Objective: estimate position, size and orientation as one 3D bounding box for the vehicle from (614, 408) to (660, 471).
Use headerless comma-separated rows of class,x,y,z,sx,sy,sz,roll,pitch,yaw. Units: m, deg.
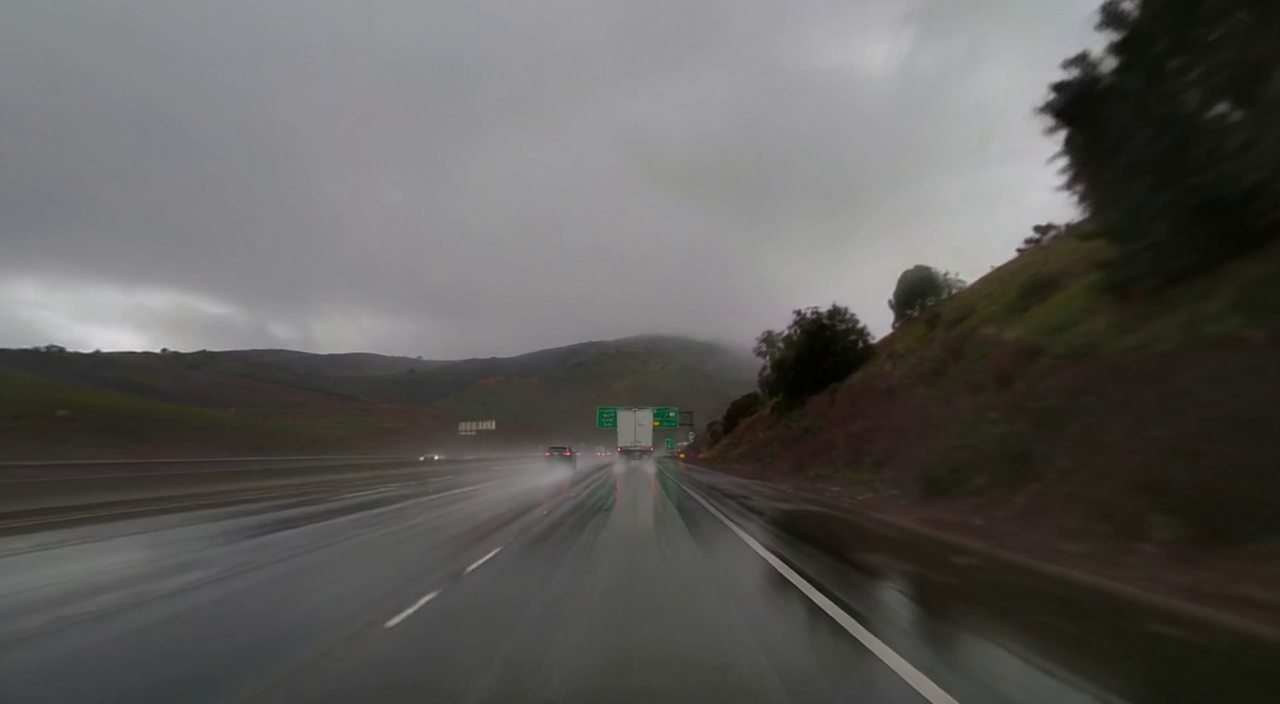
vehicle,-0.098,6.634,47.497,3.039,4.131,11.822,0,-9,1
